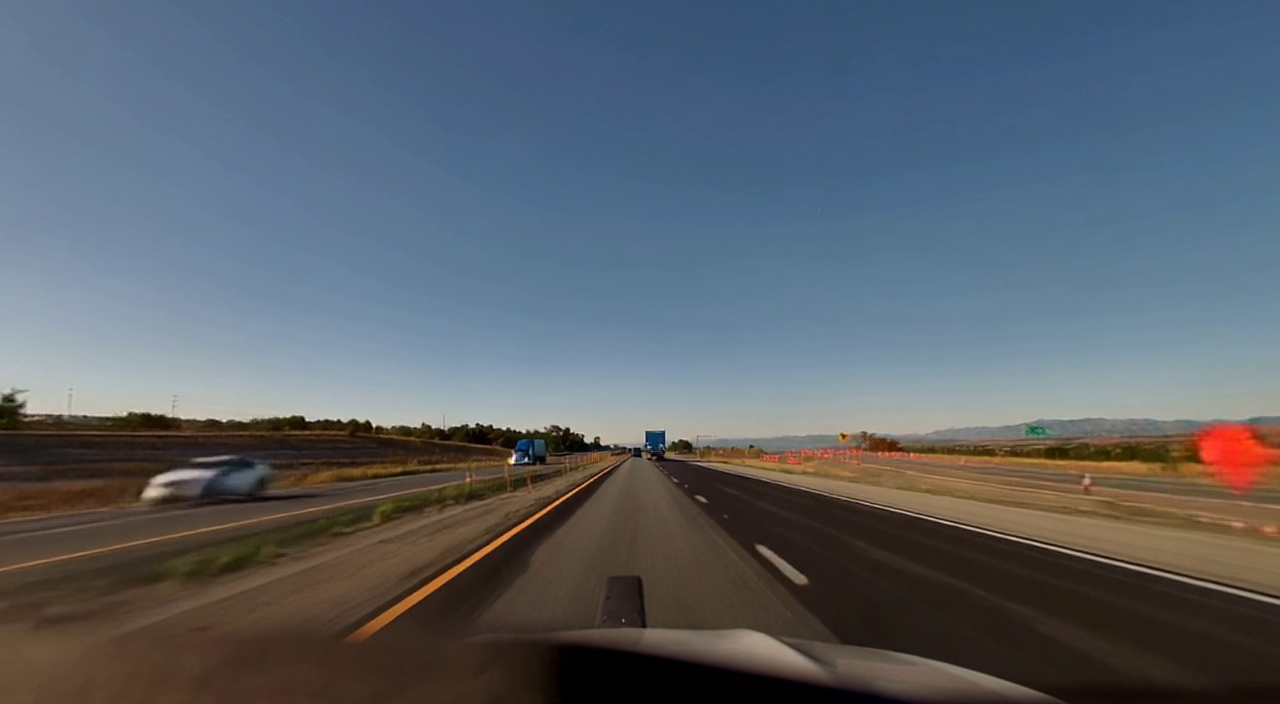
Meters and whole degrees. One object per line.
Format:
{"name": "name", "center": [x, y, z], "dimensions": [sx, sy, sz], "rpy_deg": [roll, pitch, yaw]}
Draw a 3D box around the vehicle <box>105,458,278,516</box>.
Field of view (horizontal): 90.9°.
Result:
{"name": "vehicle", "center": [-13.136, 3.949, 18.918], "dimensions": [1.869, 1.455, 4.529], "rpy_deg": [0, -9, 0]}
